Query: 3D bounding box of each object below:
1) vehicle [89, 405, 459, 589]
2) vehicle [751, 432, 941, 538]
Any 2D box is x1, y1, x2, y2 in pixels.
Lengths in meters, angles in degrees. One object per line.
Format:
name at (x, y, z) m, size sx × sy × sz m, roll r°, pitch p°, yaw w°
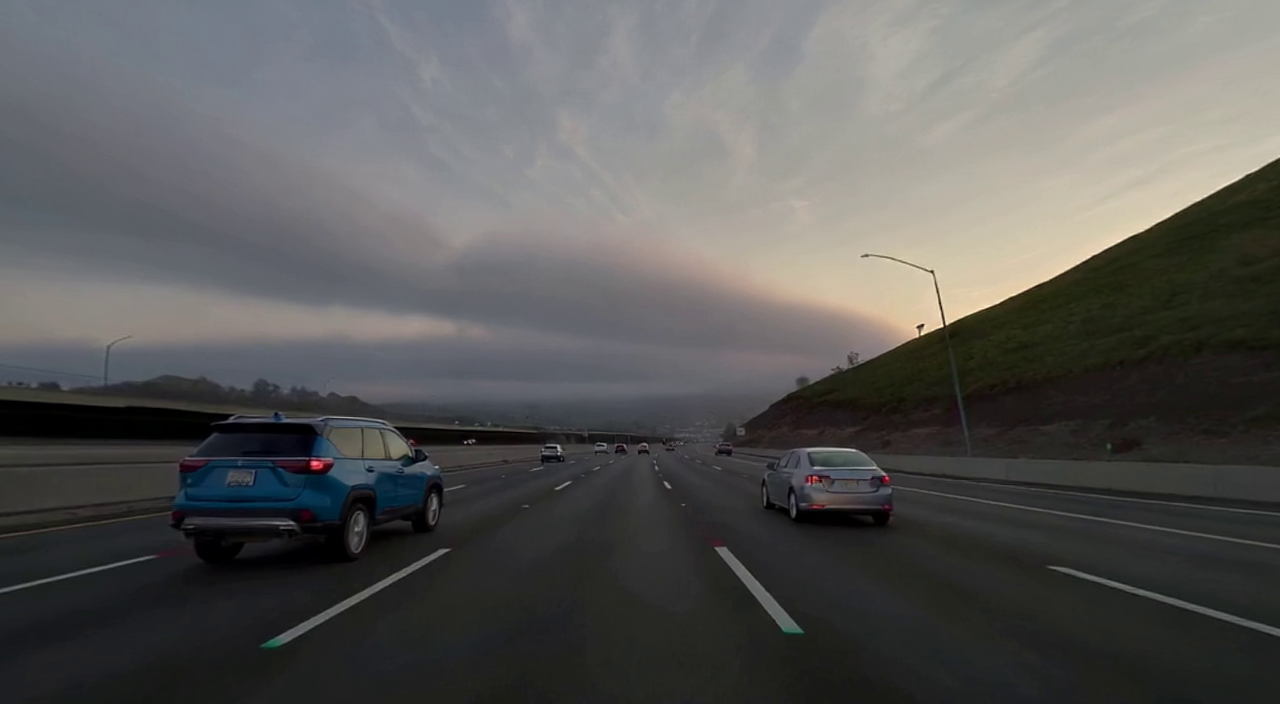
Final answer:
vehicle at (-4.110, 1.715, 8.334) m, size 2.047 × 1.715 × 4.689 m, roll 0°, pitch -9°, yaw 0°
vehicle at (3.326, 2.228, 11.228) m, size 1.847 × 1.493 × 4.303 m, roll 0°, pitch -9°, yaw -1°
